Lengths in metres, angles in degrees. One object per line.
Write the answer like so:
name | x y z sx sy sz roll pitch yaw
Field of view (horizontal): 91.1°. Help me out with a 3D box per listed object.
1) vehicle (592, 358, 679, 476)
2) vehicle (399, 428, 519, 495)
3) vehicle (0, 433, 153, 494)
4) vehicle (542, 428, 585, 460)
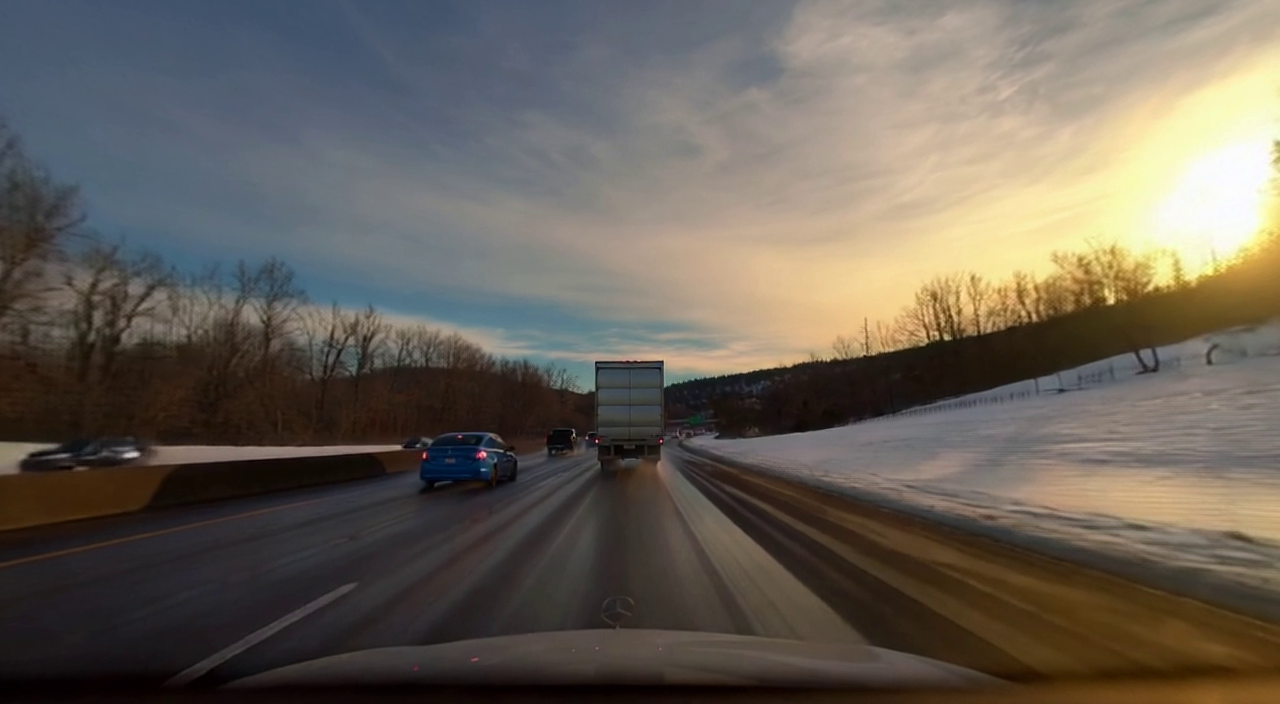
vehicle | -0.285 2.907 26.767 2.953 4.041 10.072 0 -8 -1
vehicle | -4.638 2.849 16.902 1.931 1.539 4.441 0 -8 0
vehicle | -17.951 3.370 19.493 1.992 1.643 4.609 0 -8 0
vehicle | -4.617 5.633 38.606 2.019 1.834 4.644 0 -8 0
